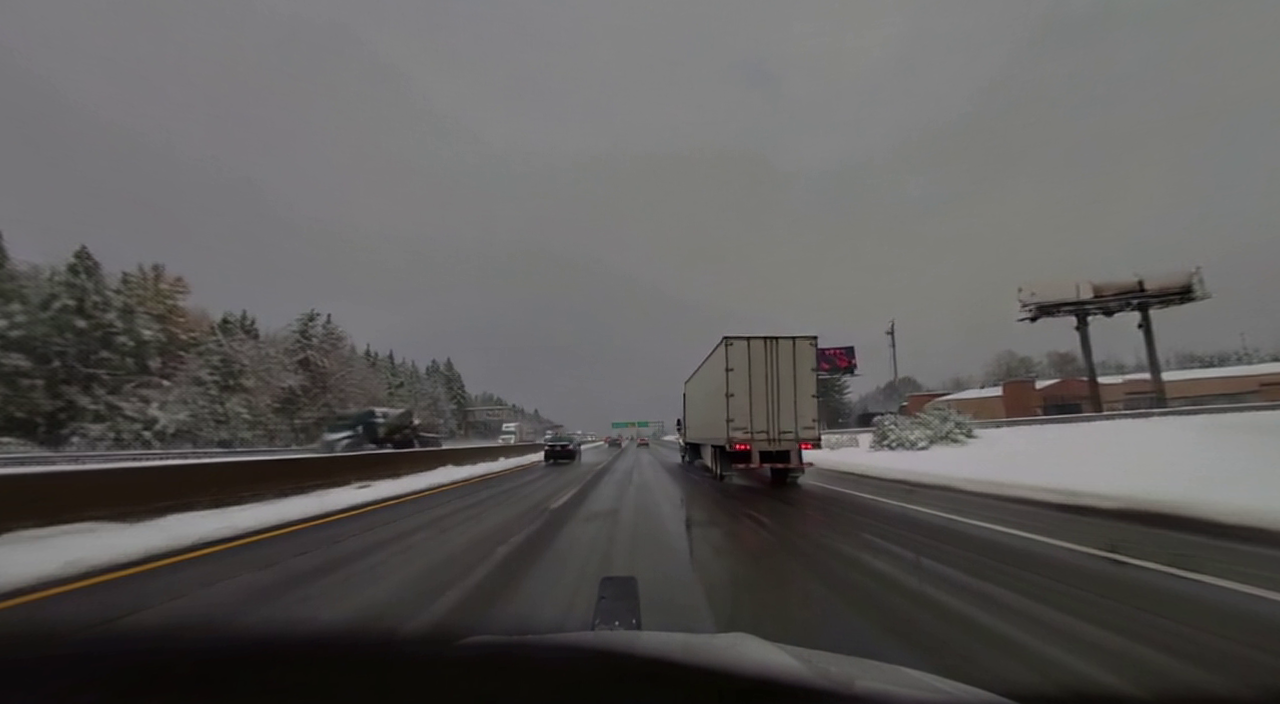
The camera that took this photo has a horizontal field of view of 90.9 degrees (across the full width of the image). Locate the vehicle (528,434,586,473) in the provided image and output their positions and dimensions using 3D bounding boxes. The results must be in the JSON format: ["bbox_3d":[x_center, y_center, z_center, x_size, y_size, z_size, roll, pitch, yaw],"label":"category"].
[{"bbox_3d":[-3.381,4.206,26.440,1.930,1.484,3.849,0,-8,0],"label":"vehicle"}]

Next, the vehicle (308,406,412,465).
[{"bbox_3d":[-19.812,6.047,45.505,2.985,3.765,9.890,0,-8,0],"label":"vehicle"}]

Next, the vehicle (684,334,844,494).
[{"bbox_3d":[3.327,2.195,20.660,2.871,3.815,11.331,0,-8,0],"label":"vehicle"}]
